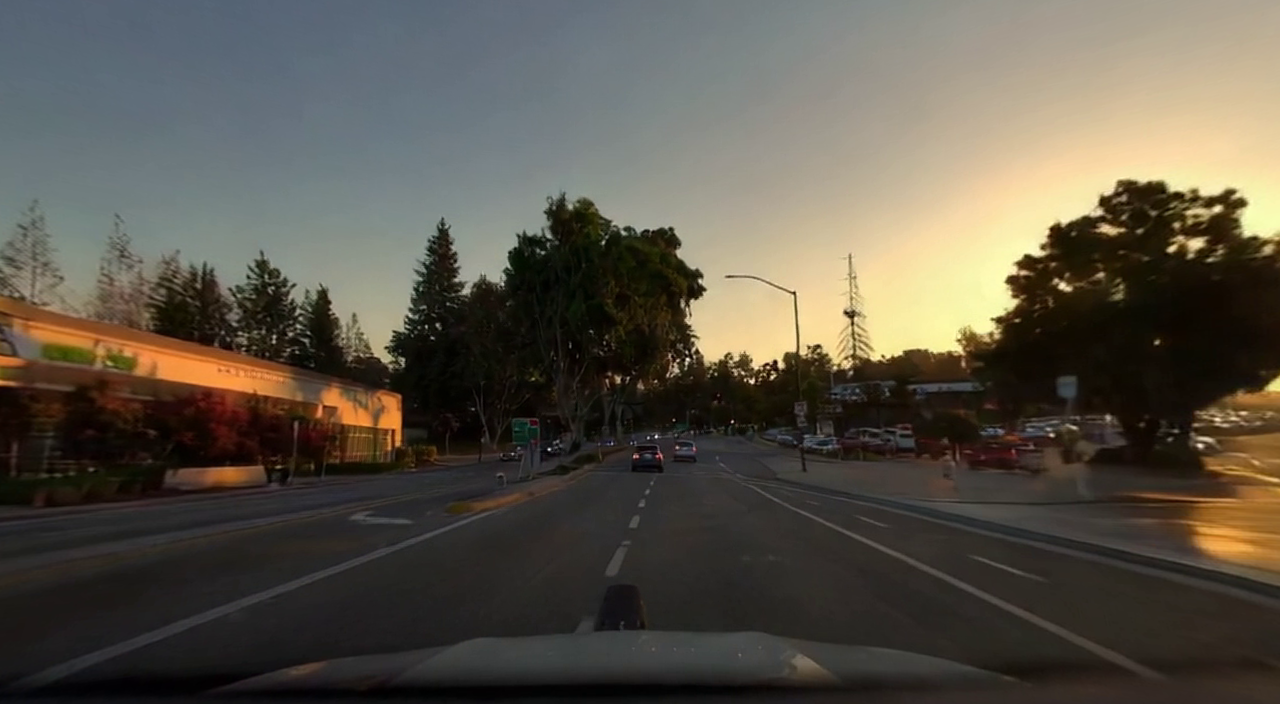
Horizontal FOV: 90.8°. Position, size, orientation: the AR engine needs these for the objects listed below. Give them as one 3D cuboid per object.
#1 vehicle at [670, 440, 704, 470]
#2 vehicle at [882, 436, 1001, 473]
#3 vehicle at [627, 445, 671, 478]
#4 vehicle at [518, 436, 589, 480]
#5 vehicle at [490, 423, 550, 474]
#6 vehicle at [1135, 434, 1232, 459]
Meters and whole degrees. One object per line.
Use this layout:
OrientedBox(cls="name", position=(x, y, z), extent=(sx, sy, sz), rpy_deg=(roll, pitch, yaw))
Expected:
OrientedBox(cls="vehicle", position=(2.956, 6.540, 40.293), extent=(2.046, 1.768, 4.370), rpy_deg=(0, -8, 3))
OrientedBox(cls="vehicle", position=(18.143, 6.201, 39.161), extent=(2.618, 1.565, 11.353), rpy_deg=(-4, -7, 4))
OrientedBox(cls="vehicle", position=(0.435, 5.102, 29.695), extent=(1.917, 1.418, 3.987), rpy_deg=(0, -8, 1))
OrientedBox(cls="vehicle", position=(-3.994, 5.036, 30.390), extent=(2.298, 1.905, 5.777), rpy_deg=(-1, -8, 3))
OrientedBox(cls="vehicle", position=(-7.317, 5.993, 39.328), extent=(2.251, 2.944, 5.835), rpy_deg=(-1, -8, 3))
OrientedBox(cls="vehicle", position=(32.147, 5.612, 37.416), extent=(4.202, 1.432, 1.934), rpy_deg=(1, -9, -7))
